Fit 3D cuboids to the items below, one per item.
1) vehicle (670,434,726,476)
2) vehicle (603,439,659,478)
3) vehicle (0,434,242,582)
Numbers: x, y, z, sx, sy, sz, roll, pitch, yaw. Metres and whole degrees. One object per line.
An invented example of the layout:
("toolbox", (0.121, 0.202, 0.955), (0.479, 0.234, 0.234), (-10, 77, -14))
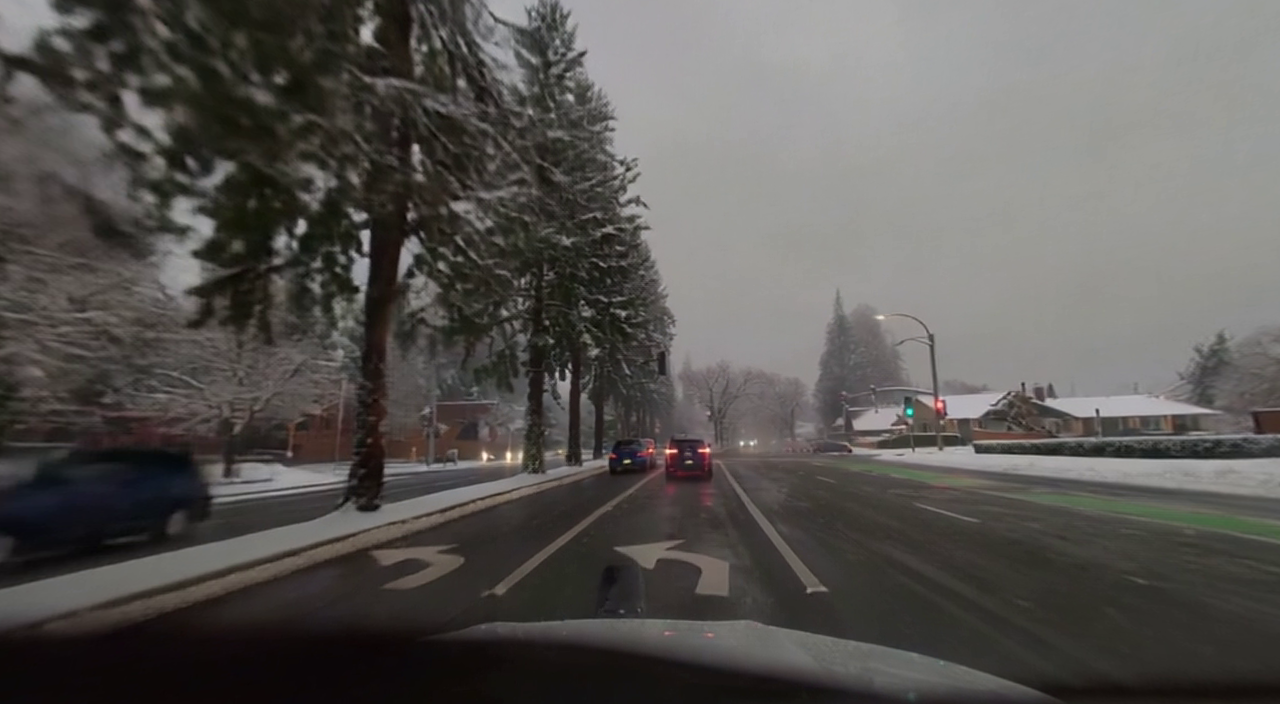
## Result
("vehicle", (2.572, 4.580, 28.263), (2.286, 1.701, 4.395), (-1, -8, 4))
("vehicle", (-0.297, 4.448, 26.629), (1.923, 1.498, 3.887), (-1, -9, 5))
("vehicle", (-8.229, 2.050, 9.014), (2.029, 1.667, 4.504), (-1, -8, 2))
